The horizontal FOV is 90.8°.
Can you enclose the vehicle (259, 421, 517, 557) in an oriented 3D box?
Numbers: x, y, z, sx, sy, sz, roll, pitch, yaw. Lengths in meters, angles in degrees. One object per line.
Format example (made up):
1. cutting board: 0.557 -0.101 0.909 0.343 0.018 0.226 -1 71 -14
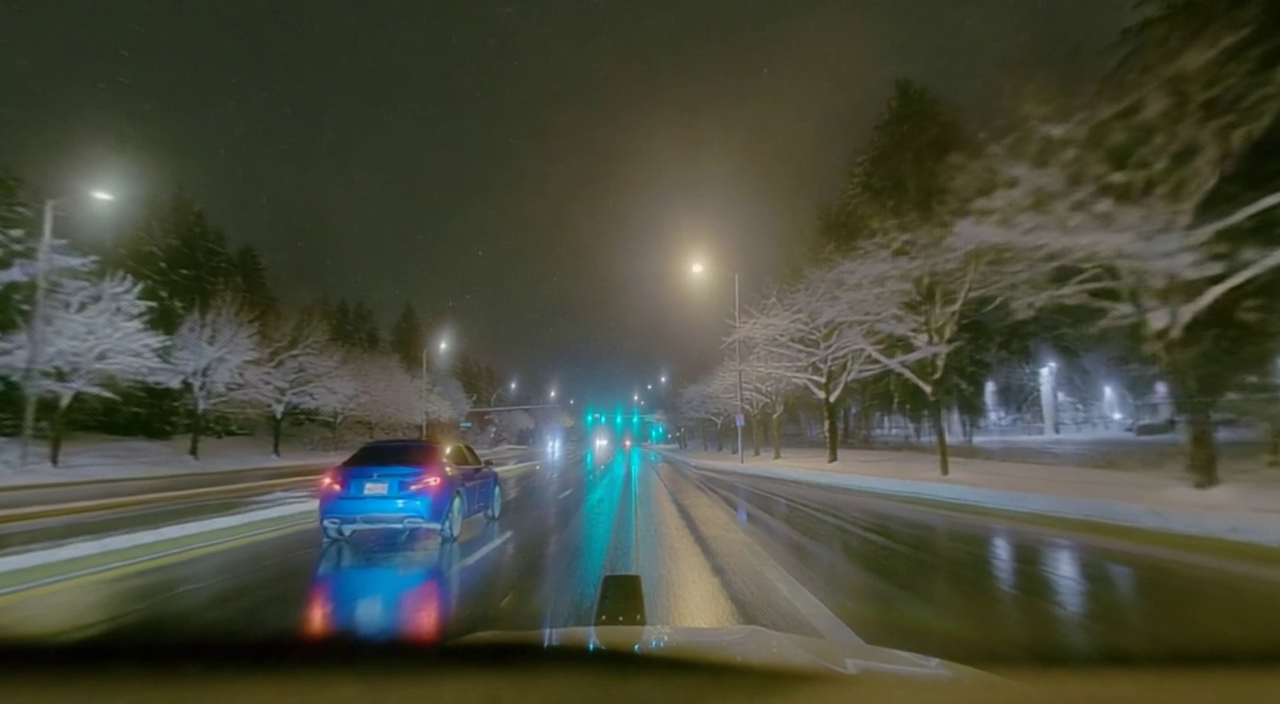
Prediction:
1. vehicle: -3.156 1.801 9.006 1.964 1.472 4.078 0 -8 0
